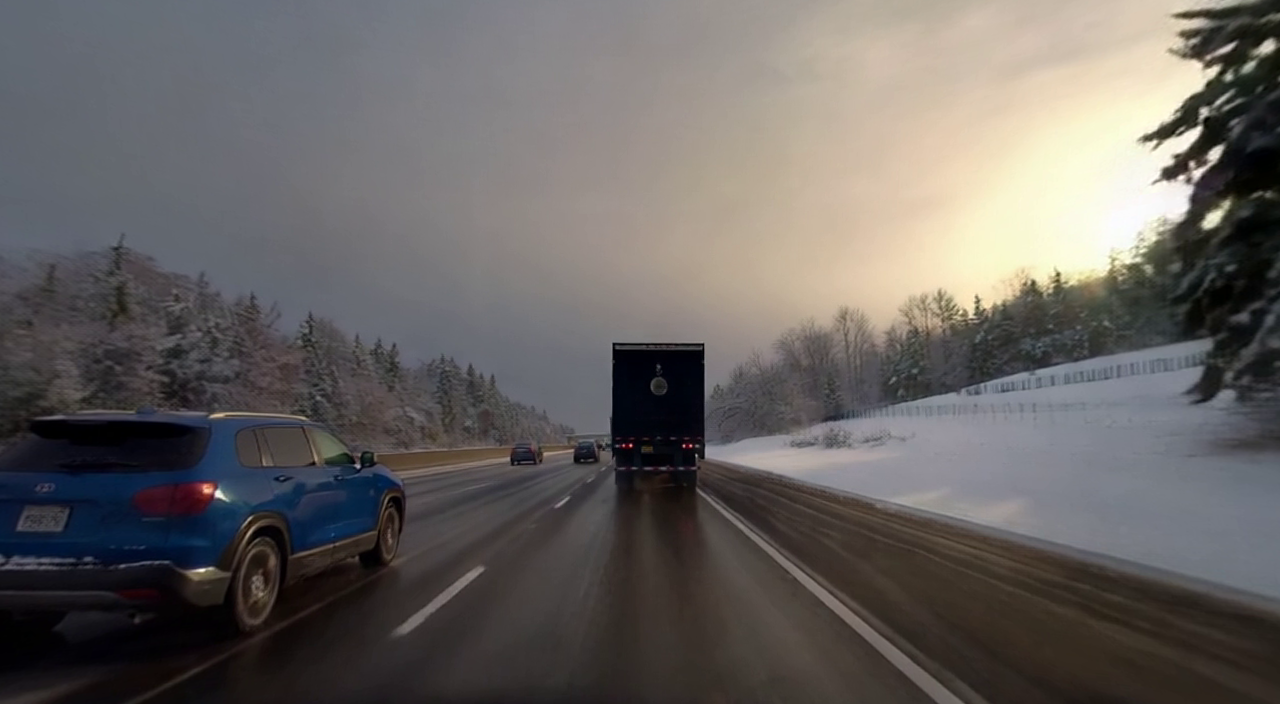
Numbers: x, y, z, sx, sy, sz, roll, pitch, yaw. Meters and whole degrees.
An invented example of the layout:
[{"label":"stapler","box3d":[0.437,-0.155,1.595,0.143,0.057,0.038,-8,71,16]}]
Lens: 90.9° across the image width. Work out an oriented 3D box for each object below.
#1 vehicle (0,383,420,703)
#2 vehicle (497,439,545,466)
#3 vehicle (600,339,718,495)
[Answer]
[{"label":"vehicle","box3d":[-3.758,1.316,5.488,2.077,1.671,4.249,0,-9,1]},{"label":"vehicle","box3d":[-6.941,5.919,37.297,1.882,1.451,4.416,0,-9,1]},{"label":"vehicle","box3d":[0.451,2.354,20.860,2.870,3.841,10.653,0,-9,0]}]
